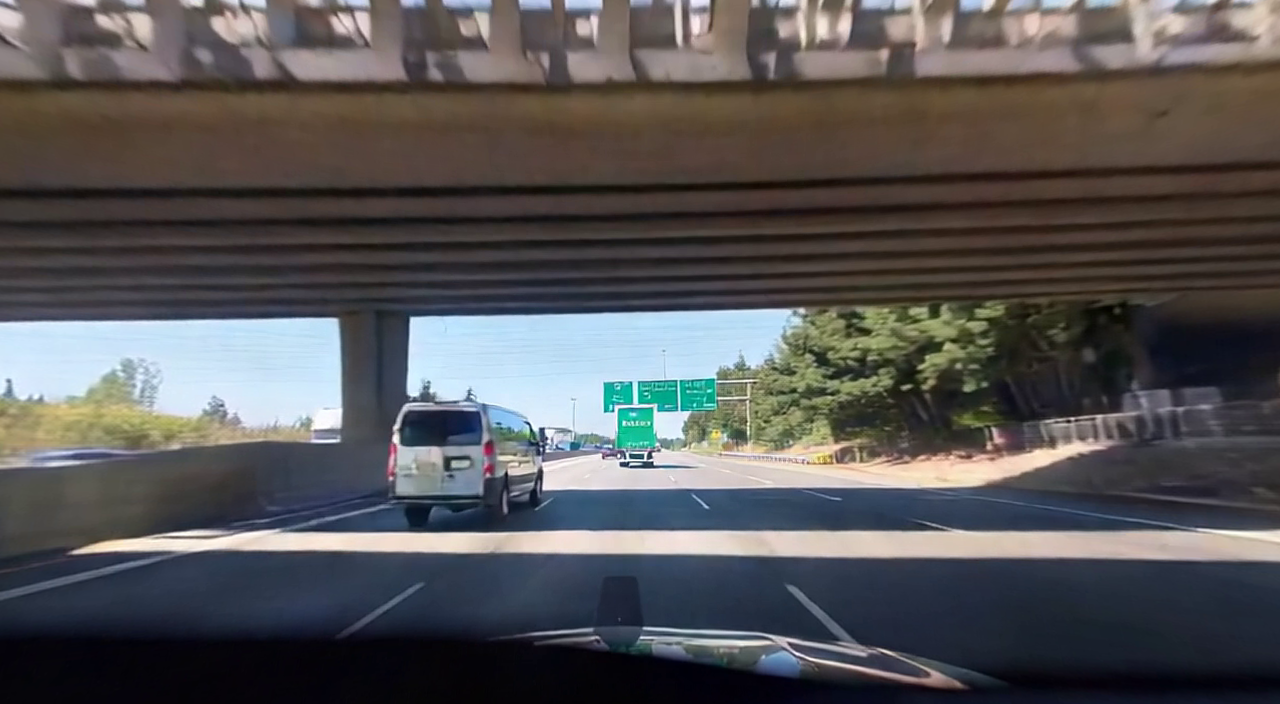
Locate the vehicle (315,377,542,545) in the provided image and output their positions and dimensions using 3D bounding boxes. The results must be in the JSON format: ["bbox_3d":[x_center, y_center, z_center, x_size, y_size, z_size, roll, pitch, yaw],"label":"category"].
[{"bbox_3d":[-3.420,1.944,11.684,2.404,2.371,5.310,0,-9,-1],"label":"vehicle"}]

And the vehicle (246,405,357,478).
[{"bbox_3d":[-19.639,5.287,36.981,3.143,3.926,5.850,0,-9,0],"label":"vehicle"}]

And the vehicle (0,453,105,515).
[{"bbox_3d":[-15.789,3.256,15.709,1.689,1.428,3.501,0,-9,0],"label":"vehicle"}]

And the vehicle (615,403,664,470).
[{"bbox_3d":[-0.126,6.119,44.786,3.025,4.002,12.709,0,-9,-1],"label":"vehicle"}]
